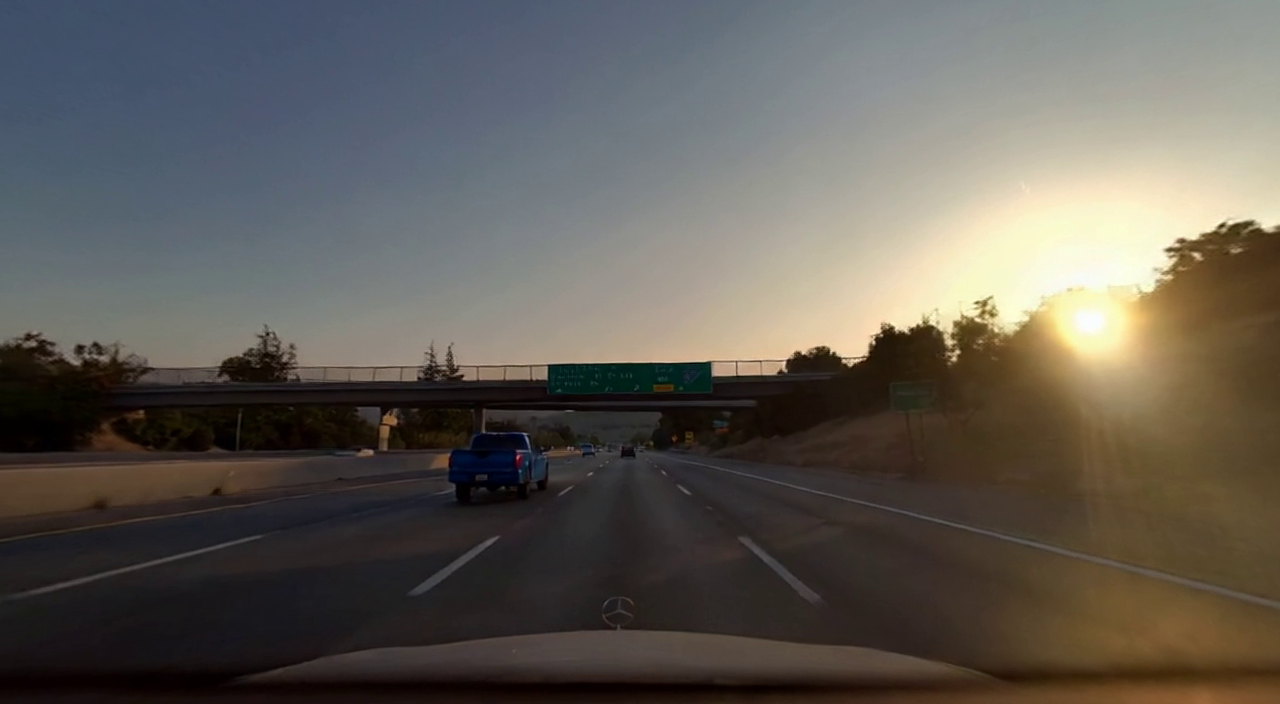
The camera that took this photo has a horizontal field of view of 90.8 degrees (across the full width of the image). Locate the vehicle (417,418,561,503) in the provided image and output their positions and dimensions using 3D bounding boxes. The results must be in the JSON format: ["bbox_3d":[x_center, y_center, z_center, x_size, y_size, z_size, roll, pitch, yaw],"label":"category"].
[{"bbox_3d":[-3.978,3.027,18.060,2.529,2.003,5.904,0,-9,1],"label":"vehicle"}]
